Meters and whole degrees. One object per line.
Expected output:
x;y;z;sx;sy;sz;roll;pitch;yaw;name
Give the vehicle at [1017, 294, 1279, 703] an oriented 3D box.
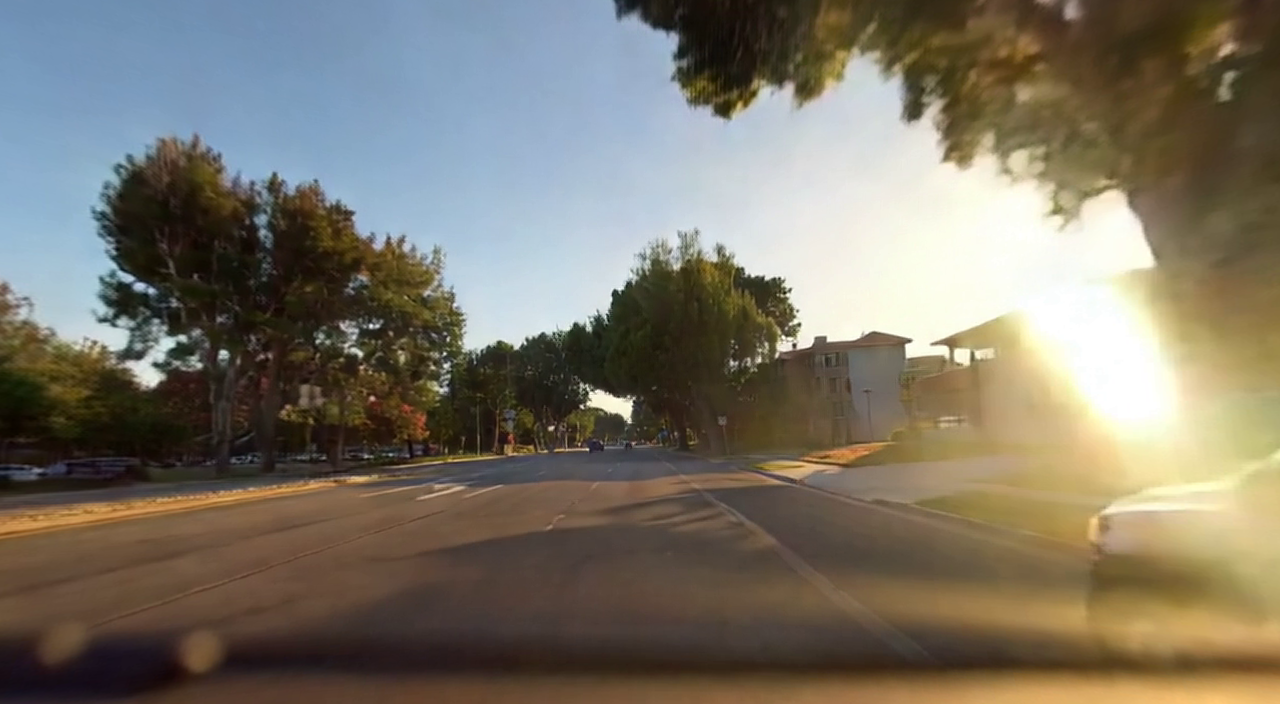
2.984;0.550;0.837;2.047;1.768;4.607;0;-8;-1;vehicle
